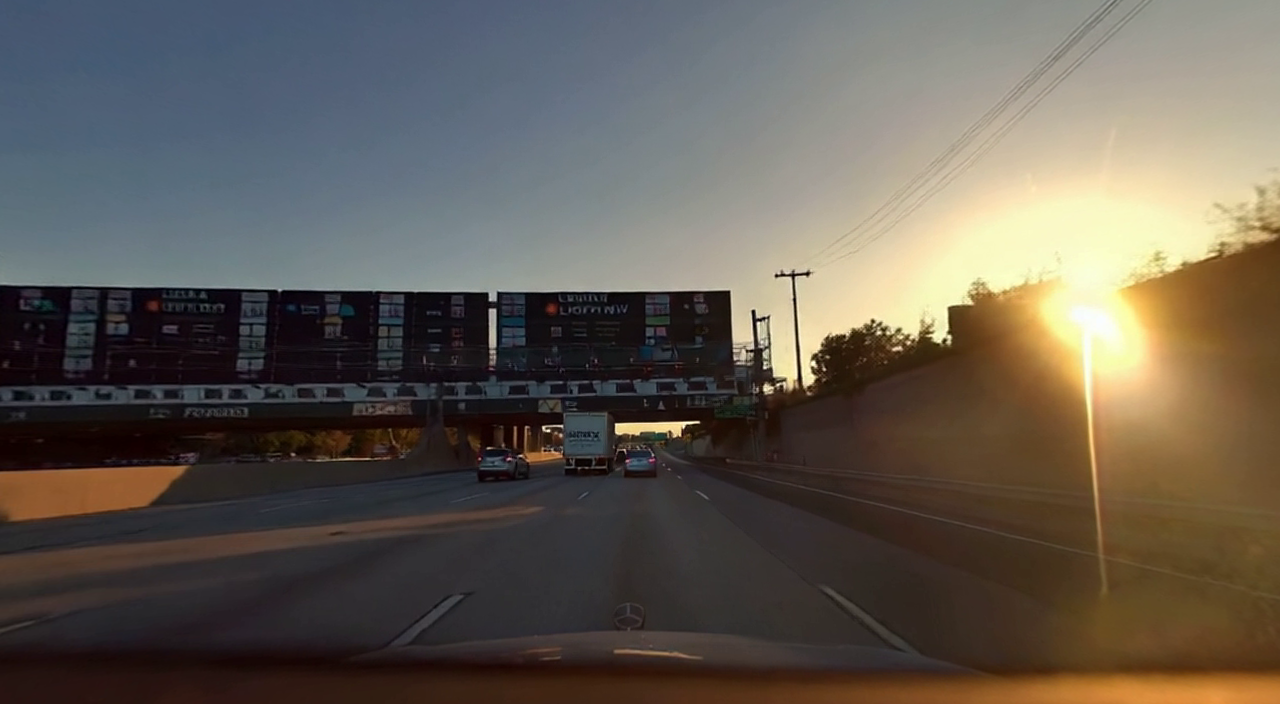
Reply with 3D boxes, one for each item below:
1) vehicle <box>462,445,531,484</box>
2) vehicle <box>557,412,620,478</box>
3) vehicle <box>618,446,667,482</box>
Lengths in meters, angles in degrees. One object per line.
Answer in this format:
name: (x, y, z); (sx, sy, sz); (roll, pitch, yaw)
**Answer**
vehicle: (-6.550, 5.189, 29.337); (2.124, 1.674, 4.541); (0, -9, 0)
vehicle: (-2.830, 5.546, 37.412); (2.794, 3.460, 8.595); (0, -9, 1)
vehicle: (0.106, 5.250, 29.752); (2.168, 1.597, 3.615); (0, -9, 0)
